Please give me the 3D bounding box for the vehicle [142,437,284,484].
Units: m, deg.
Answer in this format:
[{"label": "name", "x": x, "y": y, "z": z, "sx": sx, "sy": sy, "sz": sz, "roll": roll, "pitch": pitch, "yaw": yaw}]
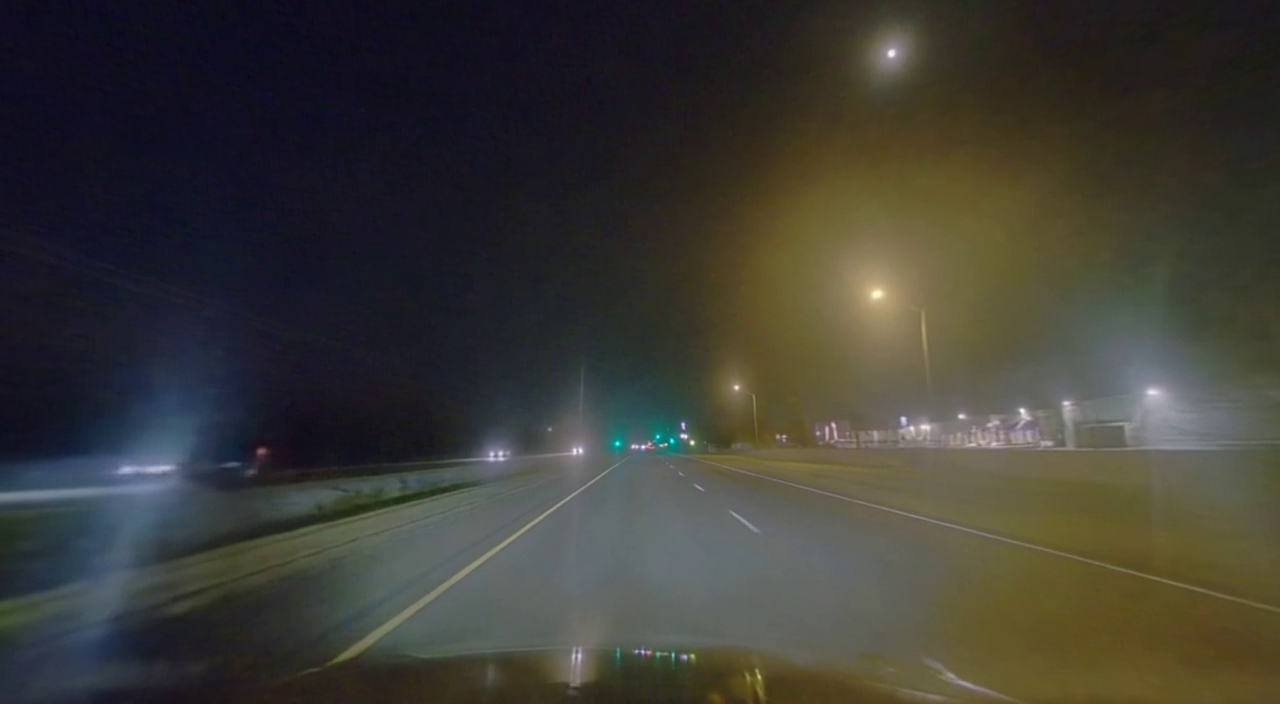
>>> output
[{"label": "vehicle", "x": -21.157, "y": 5.389, "z": 31.747, "sx": 2.559, "sy": 2.066, "sz": 6.355, "roll": -1, "pitch": -8, "yaw": 2}]
